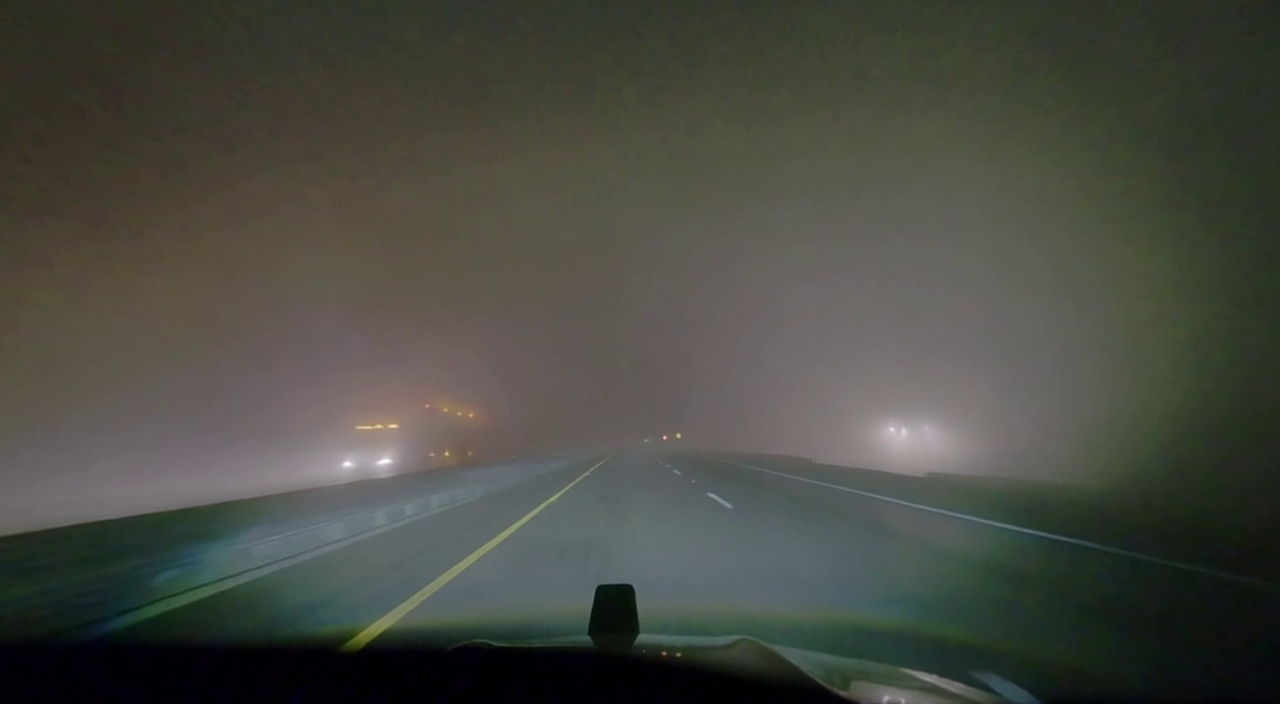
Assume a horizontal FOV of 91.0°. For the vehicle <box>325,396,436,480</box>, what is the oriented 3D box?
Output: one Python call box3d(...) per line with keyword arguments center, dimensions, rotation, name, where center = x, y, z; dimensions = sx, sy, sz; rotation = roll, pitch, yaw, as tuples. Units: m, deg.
box3d(center=(-13.692, 4.623, 33.945), dimensions=(3.370, 4.028, 6.280), rotation=(0, -8, -2), name="vehicle")
